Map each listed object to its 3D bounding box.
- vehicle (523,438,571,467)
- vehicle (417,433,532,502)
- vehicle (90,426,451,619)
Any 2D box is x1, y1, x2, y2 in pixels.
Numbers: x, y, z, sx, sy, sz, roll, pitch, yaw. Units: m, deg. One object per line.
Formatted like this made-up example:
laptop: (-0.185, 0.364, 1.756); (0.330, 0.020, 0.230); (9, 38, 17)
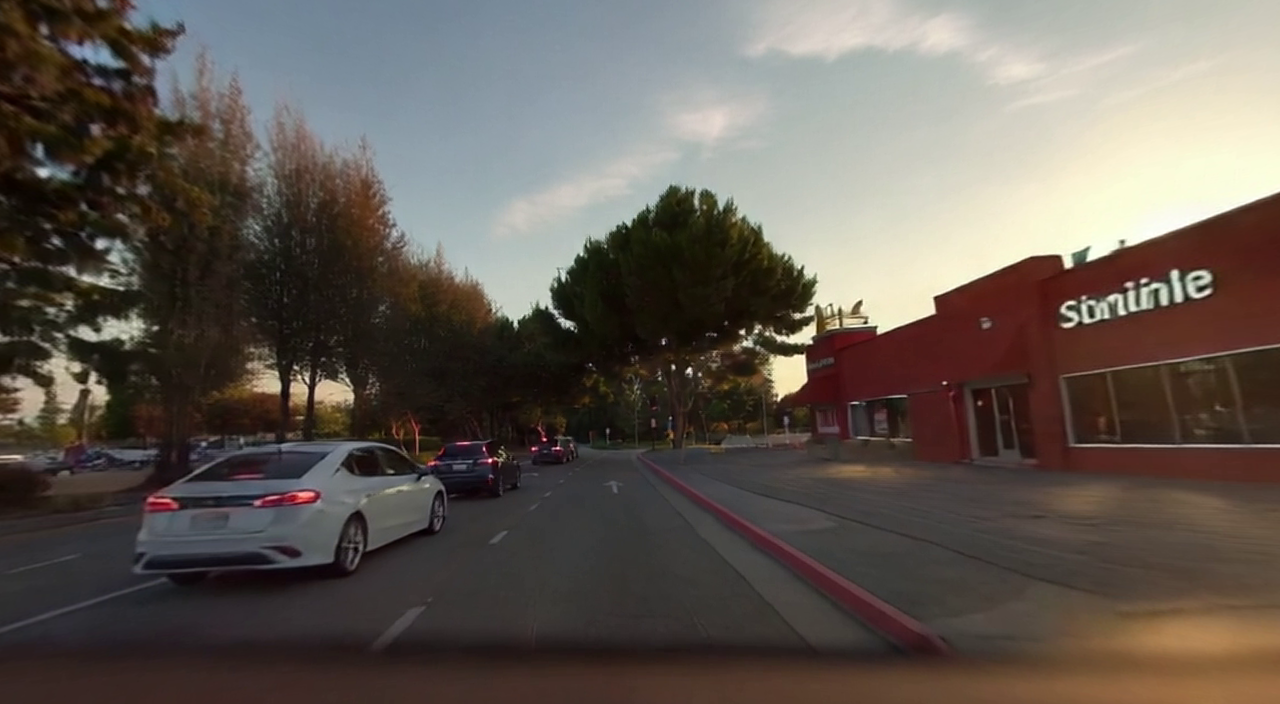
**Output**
vehicle: (-4.852, 5.297, 33.410); (1.962, 1.424, 4.289); (0, -8, -1)
vehicle: (-4.001, 2.820, 15.969); (1.853, 1.478, 4.381); (0, -8, -2)
vehicle: (-3.643, 1.669, 7.260); (1.768, 1.539, 4.147); (0, -8, -2)
